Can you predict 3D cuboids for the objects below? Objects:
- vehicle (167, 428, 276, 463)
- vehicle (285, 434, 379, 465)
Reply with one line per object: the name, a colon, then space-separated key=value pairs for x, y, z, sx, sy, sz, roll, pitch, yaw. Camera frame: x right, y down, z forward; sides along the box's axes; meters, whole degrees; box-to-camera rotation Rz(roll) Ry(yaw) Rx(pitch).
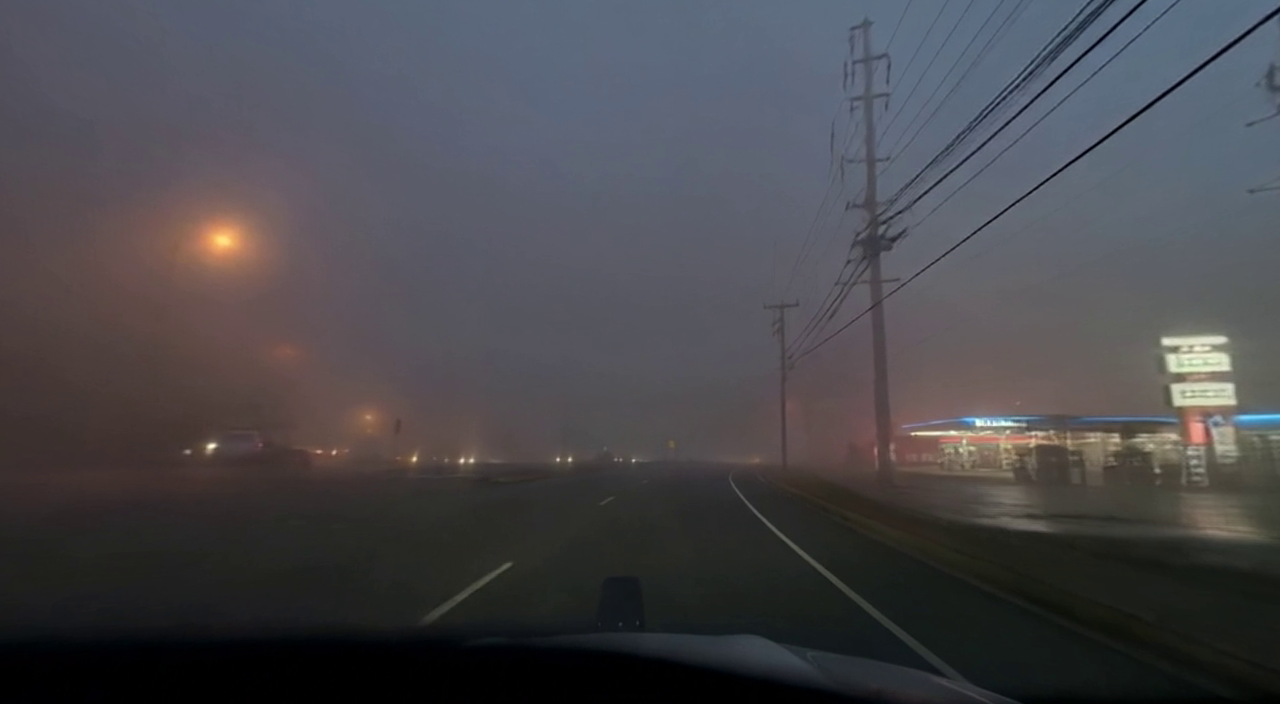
vehicle: x=-23.245 y=5.194 z=34.978 sx=5.426 sy=1.822 sz=2.014 roll=-2 pitch=-9 yaw=19
vehicle: x=-20.890 y=6.622 z=42.726 sx=5.785 sy=2.002 sz=2.241 roll=-4 pitch=-9 yaw=19
